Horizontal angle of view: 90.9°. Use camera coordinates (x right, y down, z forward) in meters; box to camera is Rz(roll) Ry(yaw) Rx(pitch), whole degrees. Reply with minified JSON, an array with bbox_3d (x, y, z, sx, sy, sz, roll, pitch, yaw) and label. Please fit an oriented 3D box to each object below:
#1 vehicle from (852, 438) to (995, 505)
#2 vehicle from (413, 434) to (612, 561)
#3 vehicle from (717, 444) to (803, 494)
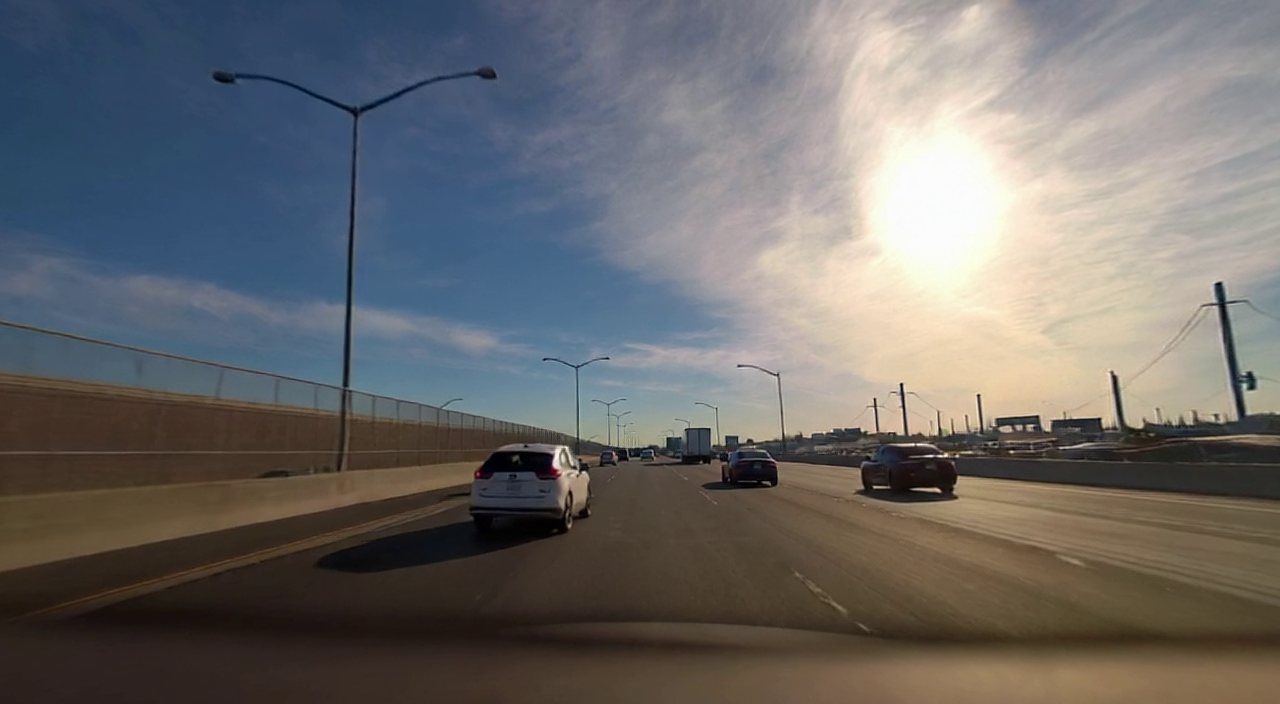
[{"bbox_3d":[7.281,3.080,16.707,1.860,1.520,3.961,0,-8,-1],"label":"vehicle"},{"bbox_3d":[-1.704,2.174,10.349,2.067,1.555,4.851,-1,-8,2],"label":"vehicle"},{"bbox_3d":[3.829,3.782,20.902,1.942,1.453,4.329,0,-8,-1],"label":"vehicle"}]
